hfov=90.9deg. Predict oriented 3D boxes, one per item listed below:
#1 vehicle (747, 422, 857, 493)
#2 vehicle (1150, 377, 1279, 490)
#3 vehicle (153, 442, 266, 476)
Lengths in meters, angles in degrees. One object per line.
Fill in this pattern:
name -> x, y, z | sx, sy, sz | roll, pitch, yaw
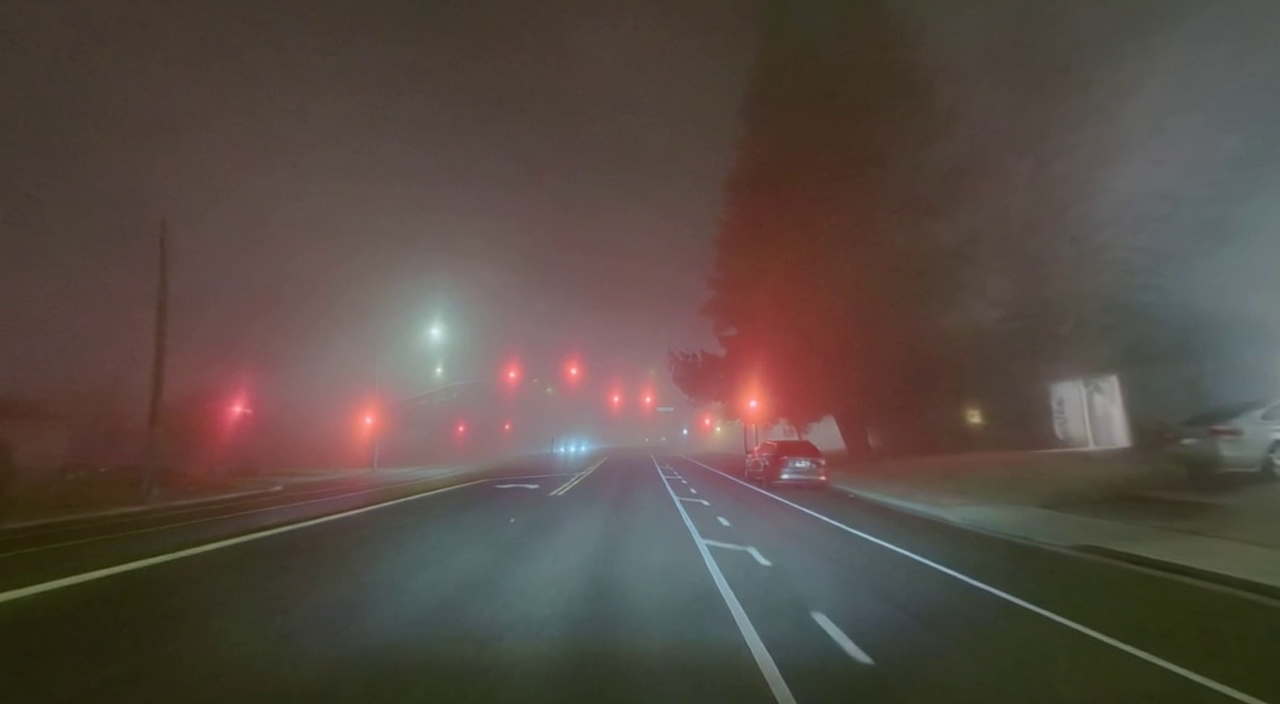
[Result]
vehicle -> 4.685, 3.126, 19.041 | 2.170, 1.869, 4.594 | 0, -8, 2
vehicle -> 12.763, 1.365, 12.123 | 3.956, 1.635, 2.017 | -10, -6, -1
vehicle -> -22.219, 5.516, 32.664 | 4.334, 1.668, 2.069 | 0, -8, 0
